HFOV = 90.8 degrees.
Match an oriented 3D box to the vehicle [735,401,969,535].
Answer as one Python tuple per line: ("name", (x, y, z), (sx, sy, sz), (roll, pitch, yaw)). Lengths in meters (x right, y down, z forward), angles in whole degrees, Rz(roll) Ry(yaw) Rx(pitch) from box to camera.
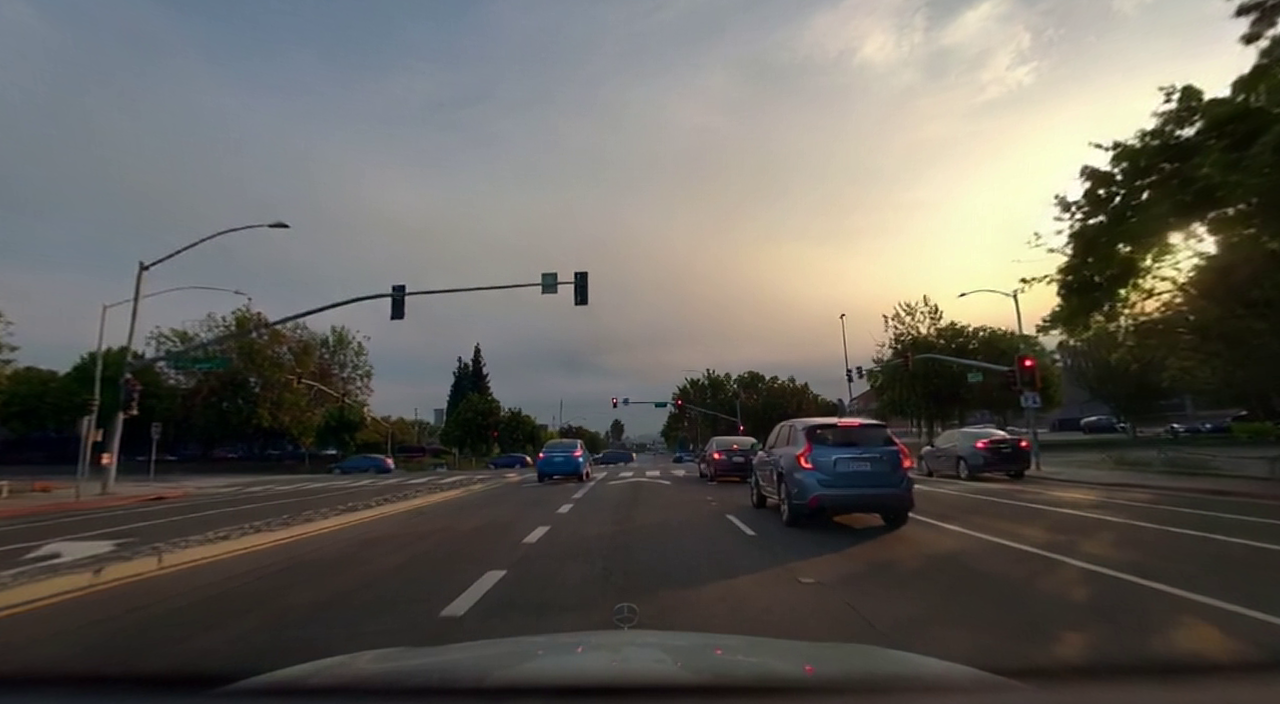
("vehicle", (3.134, 1.871, 10.711), (2.247, 1.738, 4.818), (0, -8, -1))

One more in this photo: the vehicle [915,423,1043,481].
("vehicle", (11.350, 3.384, 21.540), (1.971, 1.746, 4.271), (0, -8, 0))

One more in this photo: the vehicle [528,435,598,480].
("vehicle", (-2.747, 3.864, 23.379), (1.969, 1.513, 3.773), (0, -8, 2))
